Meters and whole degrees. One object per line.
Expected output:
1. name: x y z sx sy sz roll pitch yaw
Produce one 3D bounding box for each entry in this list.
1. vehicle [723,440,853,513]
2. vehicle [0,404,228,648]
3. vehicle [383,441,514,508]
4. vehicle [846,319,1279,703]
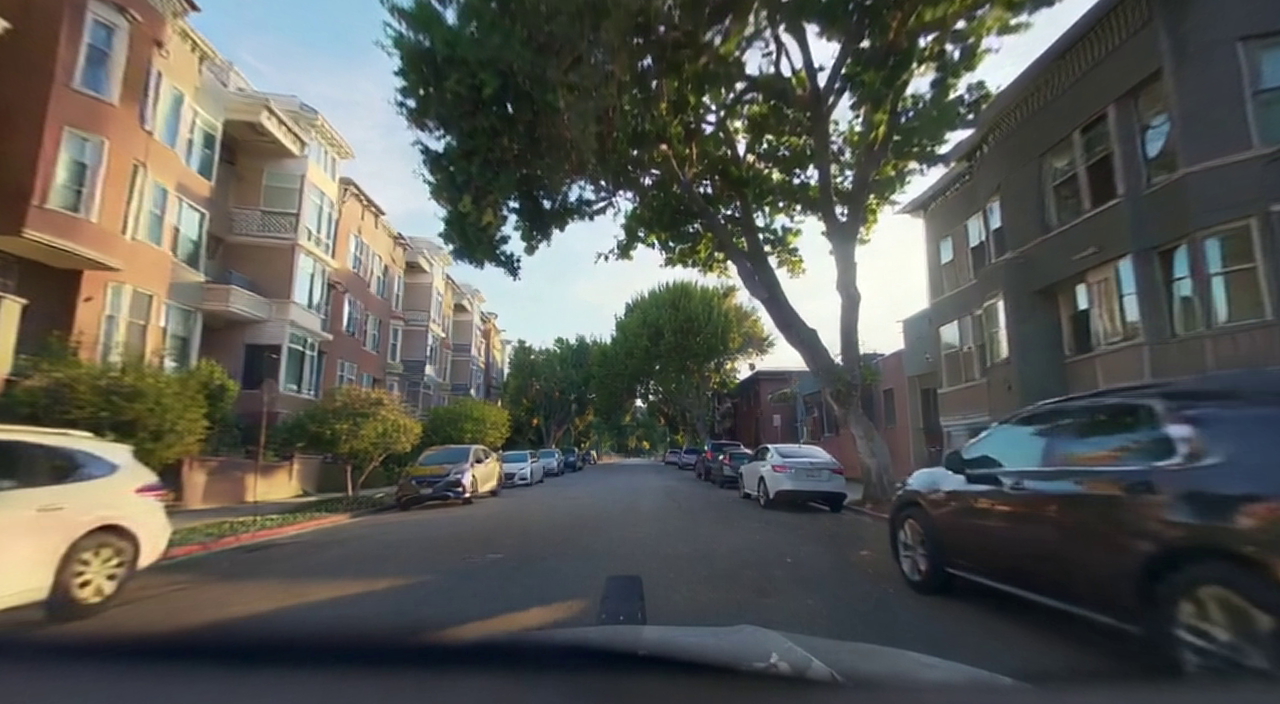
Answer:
1. vehicle: 3.824 3.309 17.448 2.187 1.699 5.038 0 -8 -2
2. vehicle: -5.650 1.178 4.045 2.122 1.722 5.662 -1 -9 1
3. vehicle: -5.576 3.629 19.308 2.222 1.735 5.215 -1 -8 2
4. vehicle: 3.945 1.213 4.922 2.473 1.895 6.050 0 -10 -2
